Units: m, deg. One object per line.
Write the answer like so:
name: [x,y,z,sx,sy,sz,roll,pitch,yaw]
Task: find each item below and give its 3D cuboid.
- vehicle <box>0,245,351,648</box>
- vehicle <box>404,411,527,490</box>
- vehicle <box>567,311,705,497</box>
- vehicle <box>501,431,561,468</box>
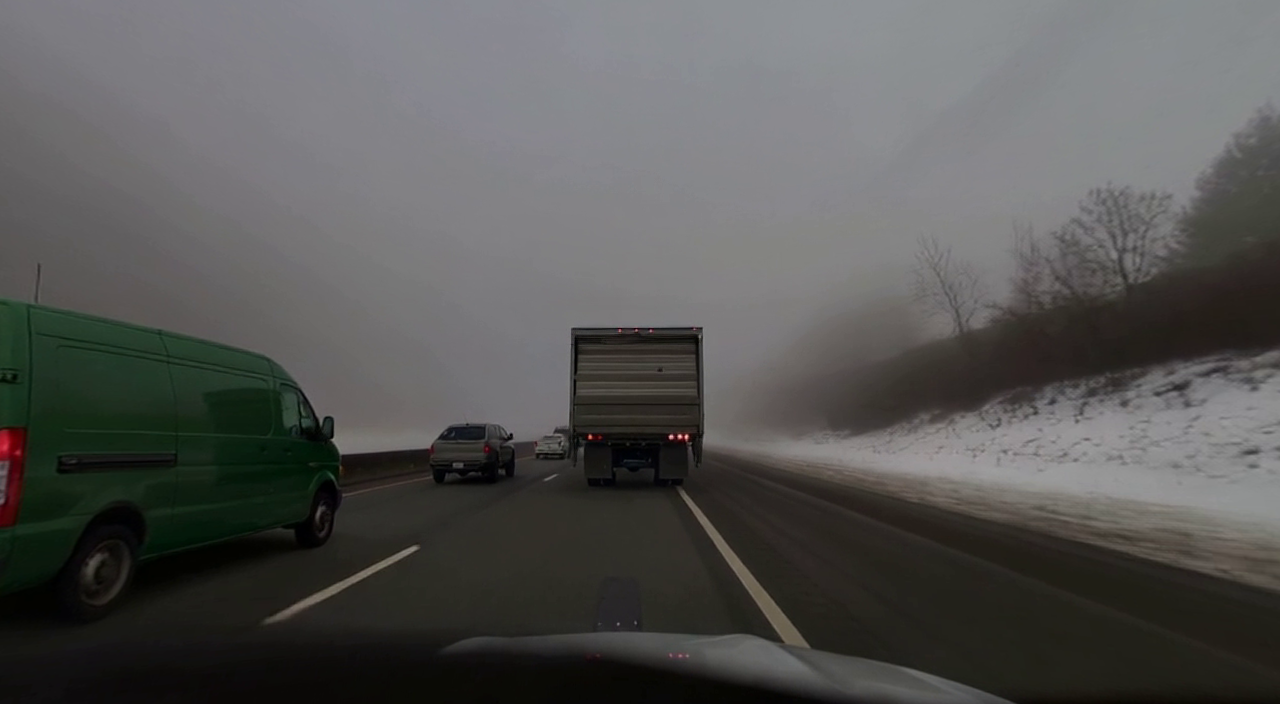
vehicle: [-5.272,0.864,5.941,2.478,2.515,5.438,0,-8,0]
vehicle: [-4.904,2.837,18.525,2.168,1.985,4.952,0,-8,0]
vehicle: [-0.120,1.775,18.706,2.953,4.041,10.072,0,-8,-1]
vehicle: [-4.869,4.426,28.705,1.931,1.539,4.441,0,-8,0]
